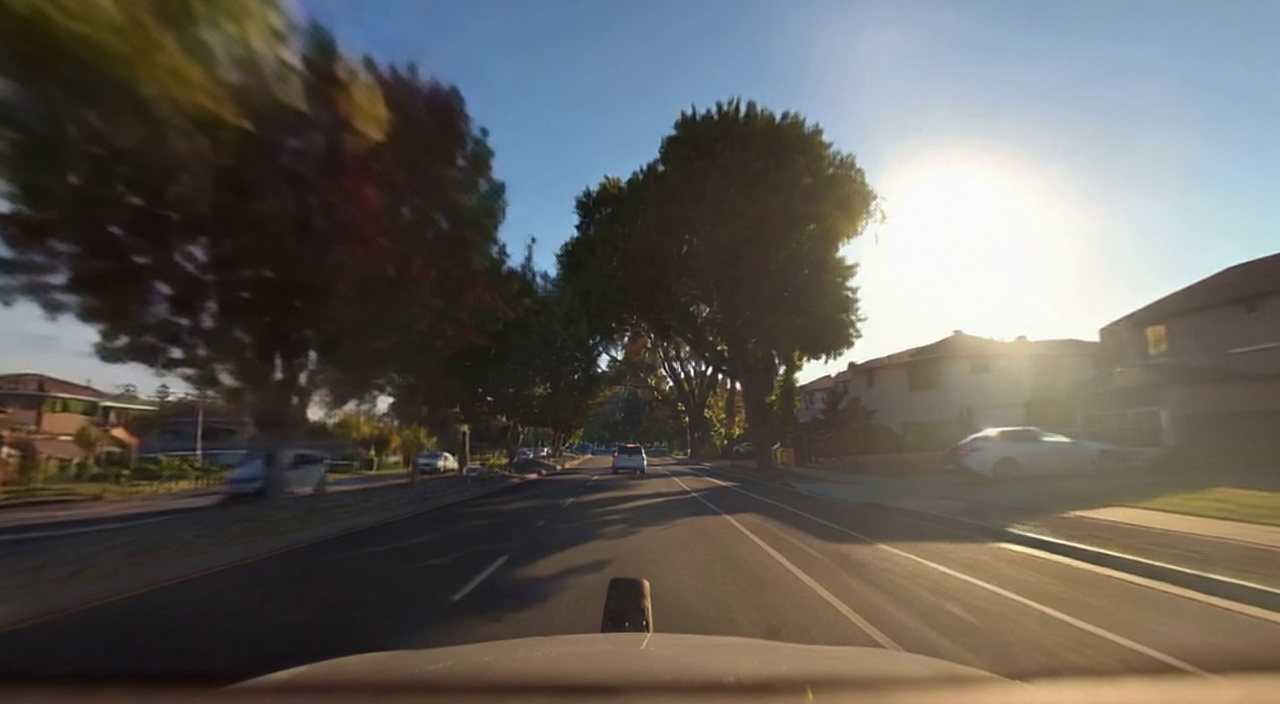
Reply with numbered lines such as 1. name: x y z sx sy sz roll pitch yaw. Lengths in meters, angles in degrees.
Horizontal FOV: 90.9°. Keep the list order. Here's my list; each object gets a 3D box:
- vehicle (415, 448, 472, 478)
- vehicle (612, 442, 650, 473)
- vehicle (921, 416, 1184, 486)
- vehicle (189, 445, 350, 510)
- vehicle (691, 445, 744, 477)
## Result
1. vehicle: -11.765 6.638 38.038 2.065 1.644 4.412 0 -9 0
2. vehicle: -0.555 6.020 36.080 2.024 1.655 4.301 0 -9 -2
3. vehicle: 11.569 2.823 18.065 5.876 1.828 2.268 0 -9 1
4. vehicle: -11.346 3.825 19.833 2.232 1.651 4.777 -4 -9 0
5. vehicle: 3.932 5.615 32.736 2.045 1.517 4.394 0 -9 -2
